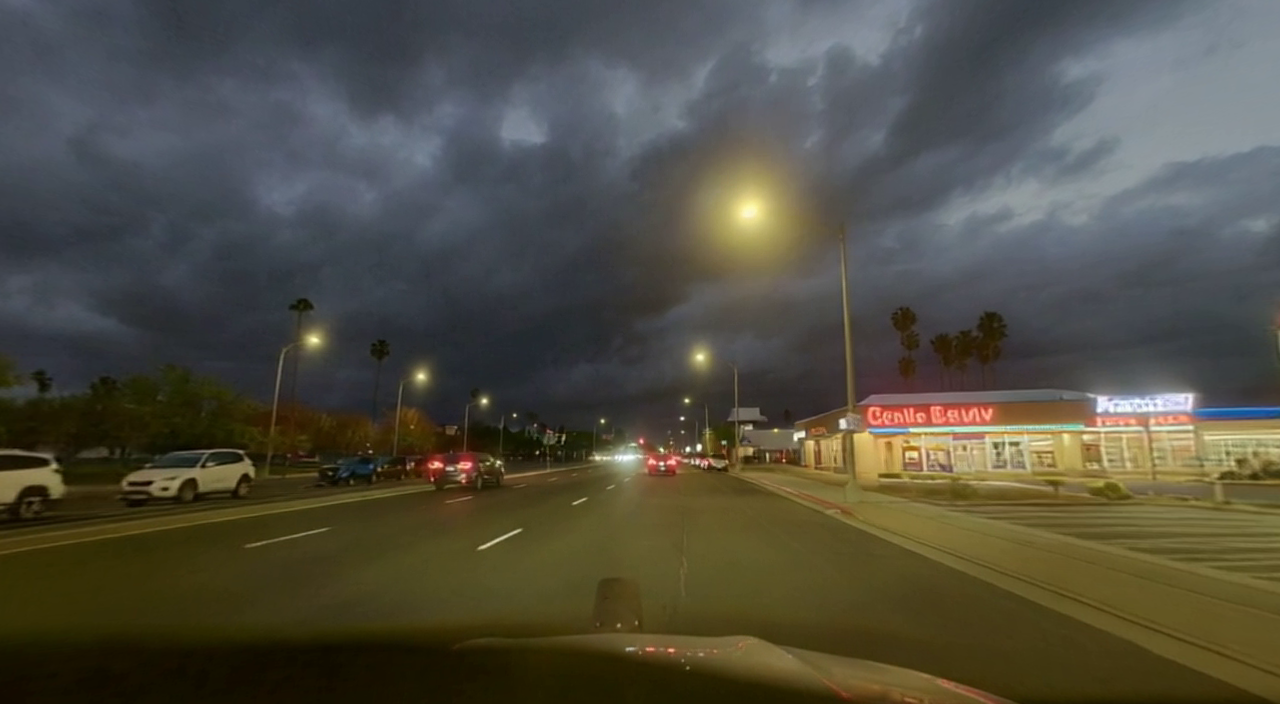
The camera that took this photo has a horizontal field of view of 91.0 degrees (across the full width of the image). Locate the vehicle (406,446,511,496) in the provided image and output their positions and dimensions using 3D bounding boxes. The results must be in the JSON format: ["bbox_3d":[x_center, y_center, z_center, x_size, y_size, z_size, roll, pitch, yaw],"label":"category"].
[{"bbox_3d":[-6.126,4.039,21.911,2.090,1.520,4.452,0,-8,4],"label":"vehicle"}]

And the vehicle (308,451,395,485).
[{"bbox_3d":[-14.106,5.679,31.119,1.874,1.488,4.612,0,-8,4],"label":"vehicle"}]

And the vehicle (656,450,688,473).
[{"bbox_3d":[2.325,7.729,44.766,2.139,1.461,4.918,0,-8,3],"label":"vehicle"}]

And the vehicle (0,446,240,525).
[{"bbox_3d":[-11.919,2.929,14.572,1.981,1.493,4.721,0,-8,3],"label":"vehicle"}]
